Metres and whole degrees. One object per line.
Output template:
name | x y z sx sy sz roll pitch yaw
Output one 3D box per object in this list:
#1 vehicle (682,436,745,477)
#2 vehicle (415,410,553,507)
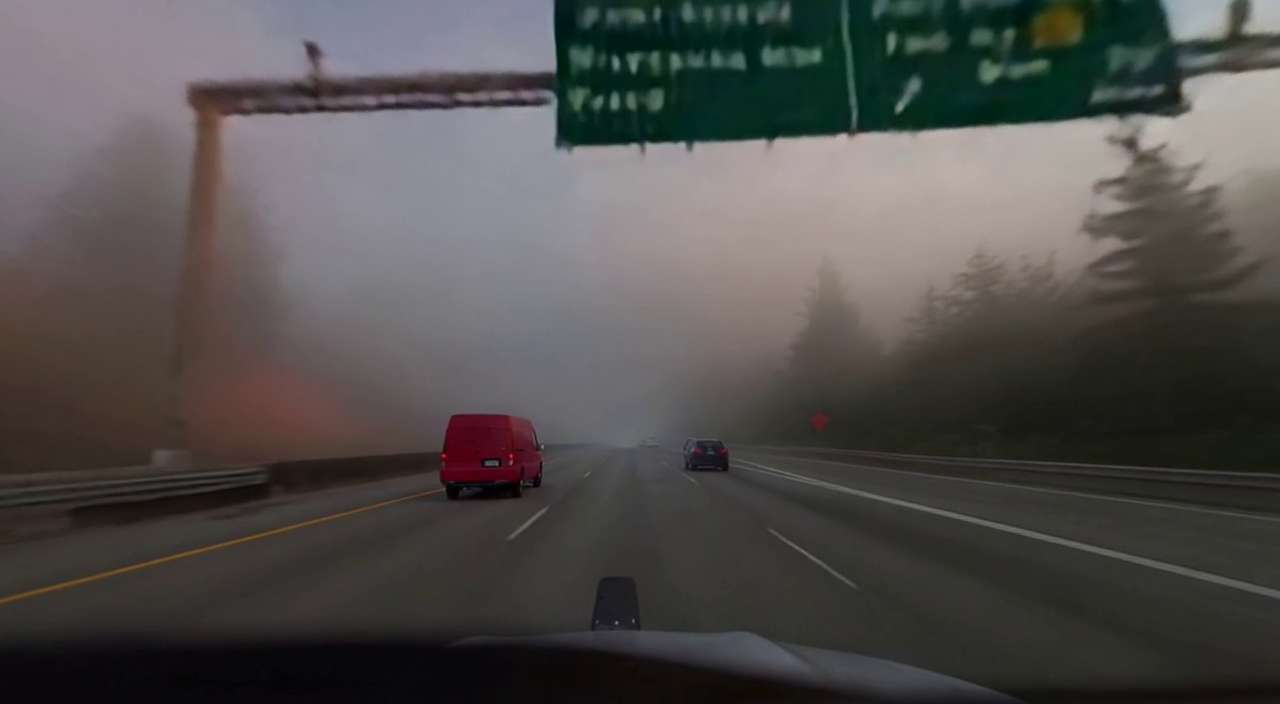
vehicle | 2.839 4.109 25.185 2.020 1.464 3.803 0 -8 -1
vehicle | -3.660 2.600 15.986 2.275 2.053 5.082 0 -8 -1
